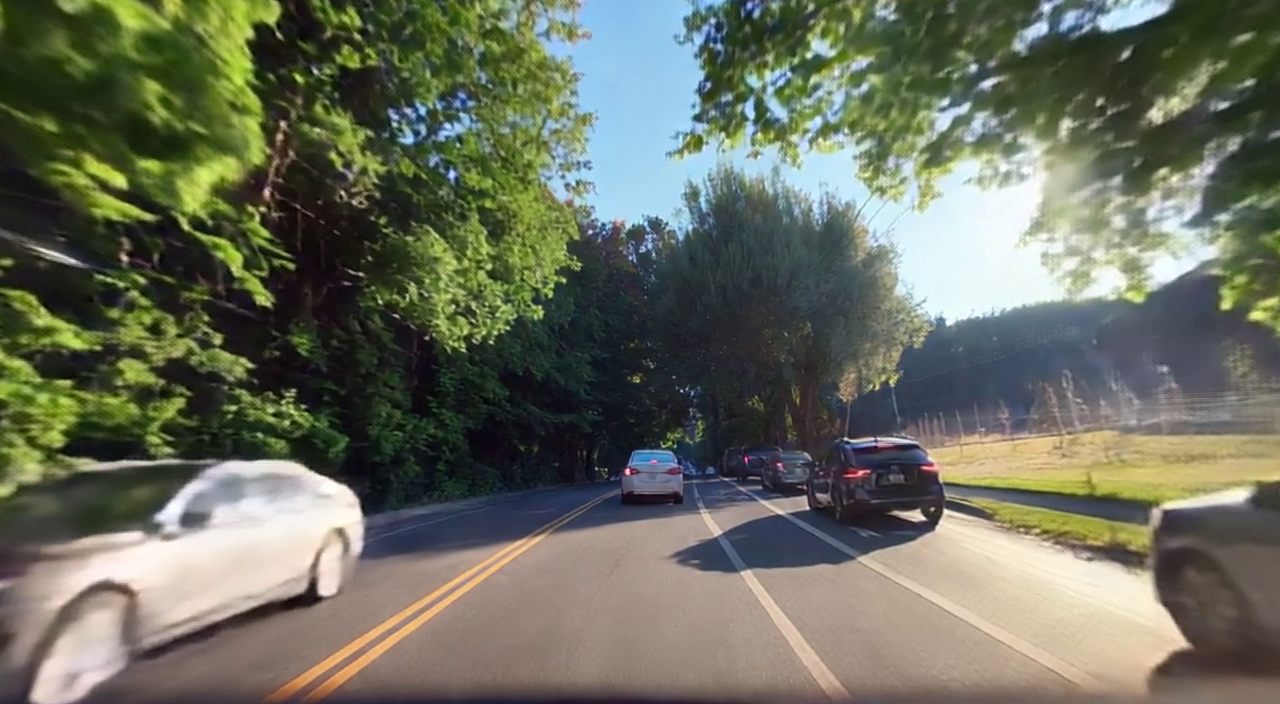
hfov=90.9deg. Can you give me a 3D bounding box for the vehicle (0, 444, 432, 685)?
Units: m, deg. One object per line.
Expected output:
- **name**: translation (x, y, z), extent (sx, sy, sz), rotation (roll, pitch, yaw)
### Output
- **vehicle**: translation (-3.923, 1.642, 6.217), extent (2.087, 1.449, 4.575), rotation (0, -8, 1)

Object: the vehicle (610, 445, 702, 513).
- **vehicle**: translation (0.438, 3.196, 16.450), extent (2.078, 1.521, 4.058), rotation (-1, -8, 2)

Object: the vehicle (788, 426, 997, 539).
- **vehicle**: translation (4.242, 2.249, 11.585), extent (1.957, 1.629, 4.609), rotation (0, -8, 0)

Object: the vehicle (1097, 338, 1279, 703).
- **vehicle**: translation (4.095, 0.650, 1.866), extent (1.968, 1.783, 4.826), rotation (-1, -8, 2)
